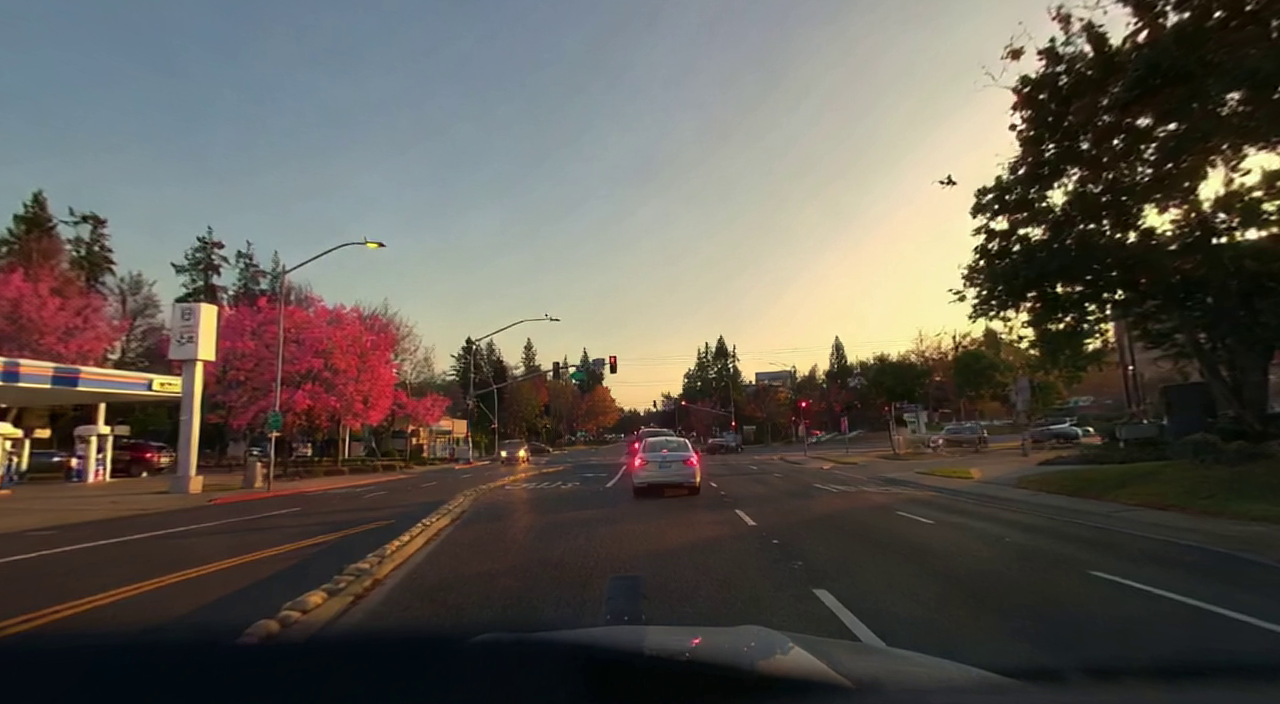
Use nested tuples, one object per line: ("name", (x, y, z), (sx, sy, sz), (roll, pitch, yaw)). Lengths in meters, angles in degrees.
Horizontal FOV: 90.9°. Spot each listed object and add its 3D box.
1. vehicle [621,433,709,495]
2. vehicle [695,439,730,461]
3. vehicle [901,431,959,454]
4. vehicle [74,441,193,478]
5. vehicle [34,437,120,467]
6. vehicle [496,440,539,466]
("vehicle", (0.694, 3.004, 17.302), (2.112, 1.482, 4.057), (0, -8, 3))
("vehicle", (5.154, 6.996, 45.179), (2.047, 1.470, 4.251), (0, -8, 1))
("vehicle", (20.515, 6.400, 44.562), (4.091, 1.495, 2.053), (7, -11, -39))
("vehicle", (-26.843, 5.663, 33.641), (1.946, 1.816, 4.792), (-1, -8, 7))
("vehicle", (-36.793, 6.542, 41.235), (4.099, 1.638, 2.009), (-4, -6, 9))
("vehicle", (-8.257, 6.839, 42.894), (2.108, 1.671, 4.535), (0, -8, -2))
